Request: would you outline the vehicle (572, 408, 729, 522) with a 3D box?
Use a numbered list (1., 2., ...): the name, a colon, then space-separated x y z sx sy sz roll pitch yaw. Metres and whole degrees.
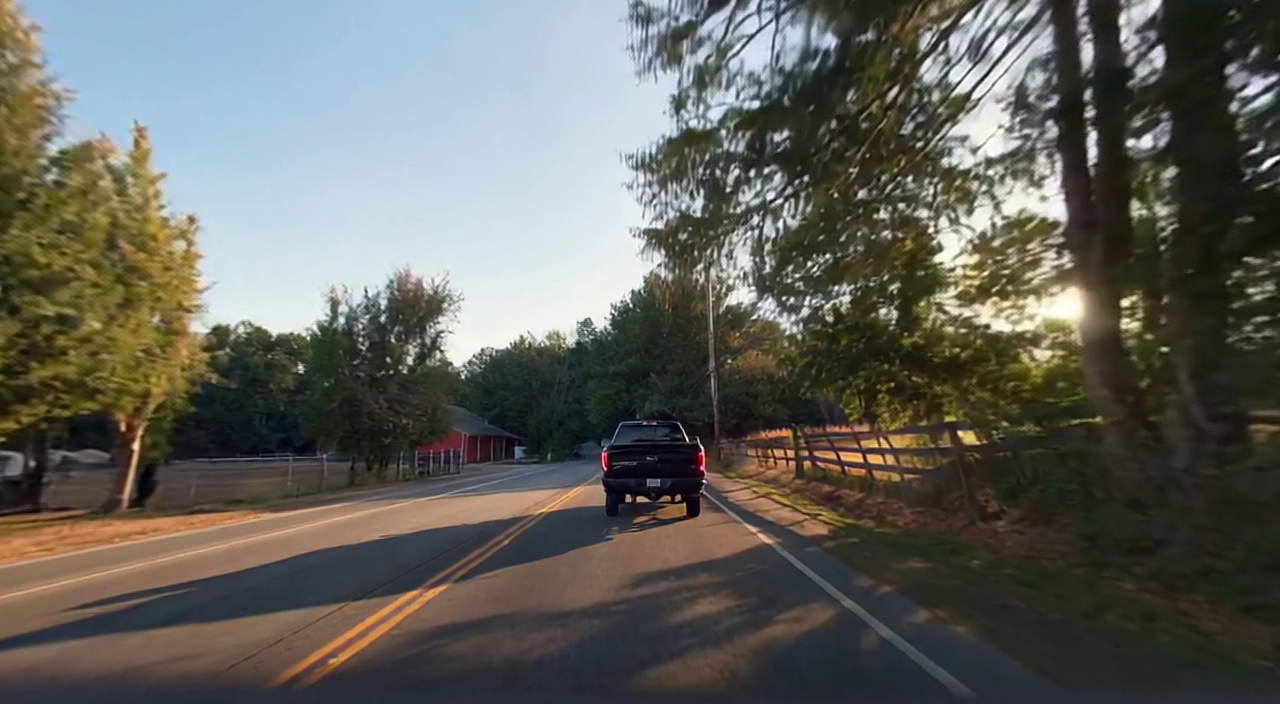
1. vehicle: 0.166 2.426 14.122 2.693 1.941 6.356 0 -9 0
